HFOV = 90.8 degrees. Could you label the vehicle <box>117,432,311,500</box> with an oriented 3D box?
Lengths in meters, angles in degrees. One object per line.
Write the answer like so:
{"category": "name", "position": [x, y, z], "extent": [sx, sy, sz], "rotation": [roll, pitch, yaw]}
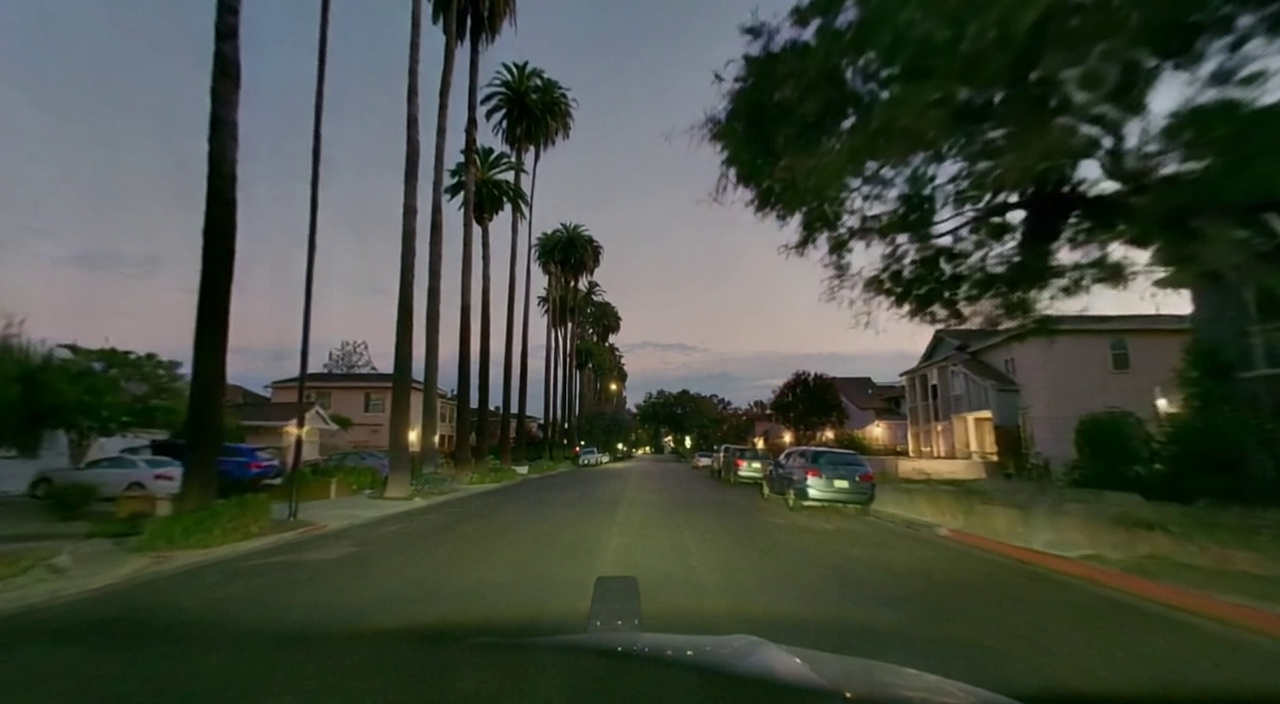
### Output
{"category": "vehicle", "position": [-13.309, 3.564, 19.983], "extent": [4.576, 1.977, 2.153], "rotation": [0, -9, 3]}

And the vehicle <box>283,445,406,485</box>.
{"category": "vehicle", "position": [-13.059, 5.014, 28.124], "extent": [4.448, 1.679, 1.972], "rotation": [0, -9, 2]}

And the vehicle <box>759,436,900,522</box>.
{"category": "vehicle", "position": [4.340, 2.968, 15.417], "extent": [1.971, 1.663, 5.076], "rotation": [2, -9, 1]}

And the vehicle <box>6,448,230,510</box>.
{"category": "vehicle", "position": [-13.457, 3.262, 16.474], "extent": [4.250, 1.469, 1.817], "rotation": [0, -9, 3]}

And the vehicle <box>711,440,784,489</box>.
{"category": "vehicle", "position": [4.218, 4.524, 25.715], "extent": [2.166, 1.766, 5.186], "rotation": [0, -9, 1]}
